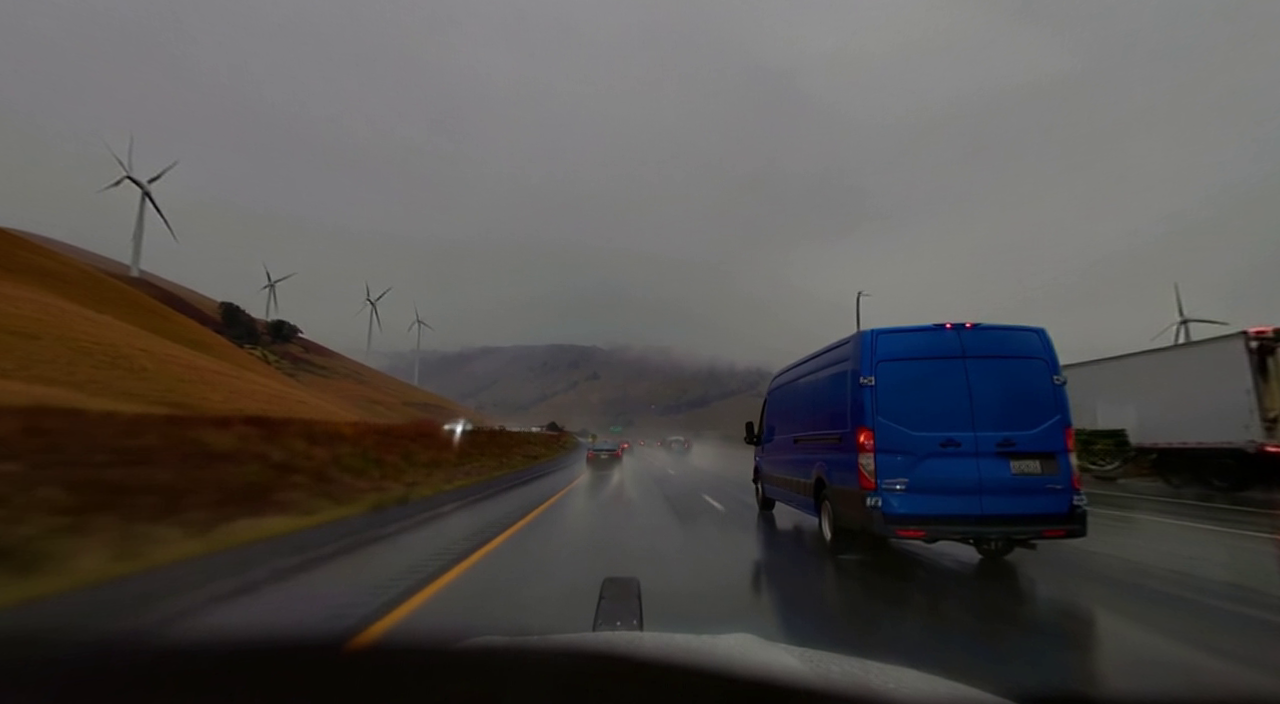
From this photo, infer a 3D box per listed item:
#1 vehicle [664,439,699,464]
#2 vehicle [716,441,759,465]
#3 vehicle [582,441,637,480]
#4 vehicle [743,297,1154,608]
[{"bbox_3d":[2.917,7.122,45.459,2.108,1.717,3.996,0,-8,-2],"label":"vehicle"},{"bbox_3d":[6.365,6.644,41.684,1.958,1.514,4.930,0,-8,-1],"label":"vehicle"},{"bbox_3d":[-1.153,4.339,25.585,2.082,1.445,3.826,0,-8,0],"label":"vehicle"},{"bbox_3d":[3.051,1.244,8.267,2.365,2.630,5.754,0,-9,-1],"label":"vehicle"}]
